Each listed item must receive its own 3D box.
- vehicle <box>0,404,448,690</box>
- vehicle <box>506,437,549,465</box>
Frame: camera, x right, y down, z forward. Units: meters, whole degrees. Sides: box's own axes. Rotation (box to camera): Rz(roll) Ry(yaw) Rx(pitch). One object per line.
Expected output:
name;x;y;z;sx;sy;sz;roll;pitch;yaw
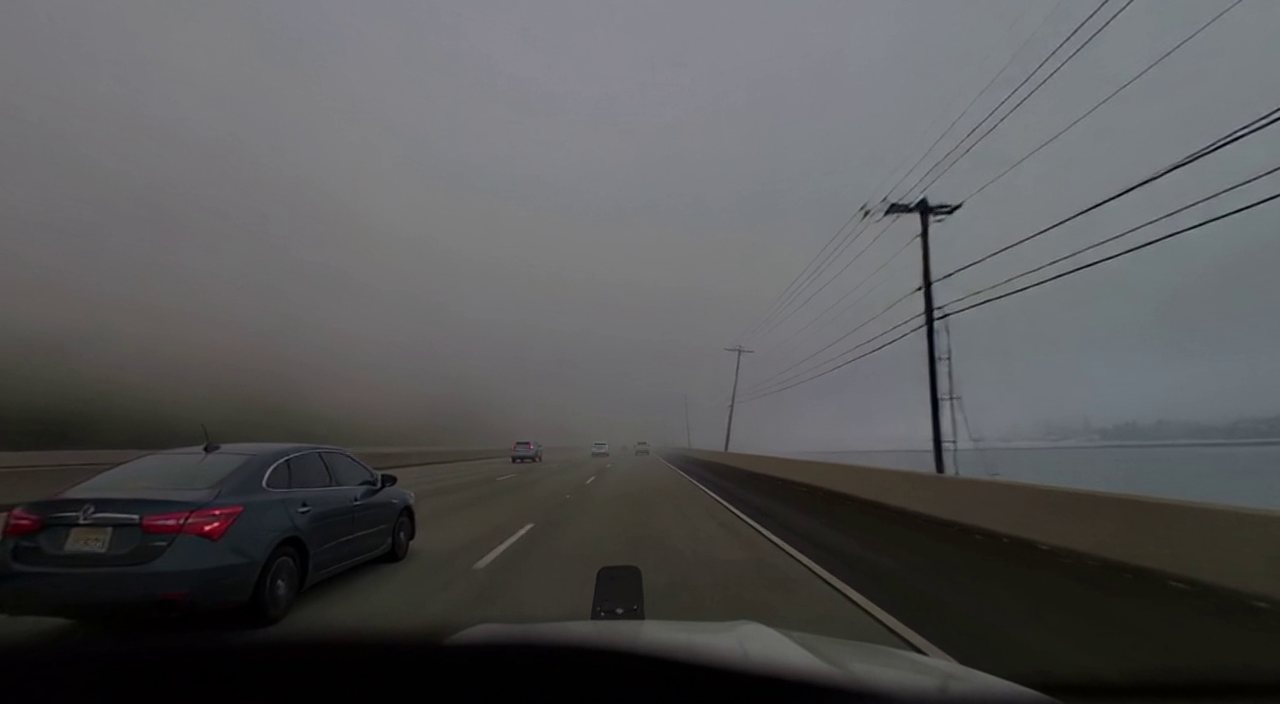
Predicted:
vehicle;-3.453;1.361;5.642;2.015;1.501;4.454;0;-8;1
vehicle;-7.366;6.523;41.777;2.050;1.717;4.418;0;-8;0
